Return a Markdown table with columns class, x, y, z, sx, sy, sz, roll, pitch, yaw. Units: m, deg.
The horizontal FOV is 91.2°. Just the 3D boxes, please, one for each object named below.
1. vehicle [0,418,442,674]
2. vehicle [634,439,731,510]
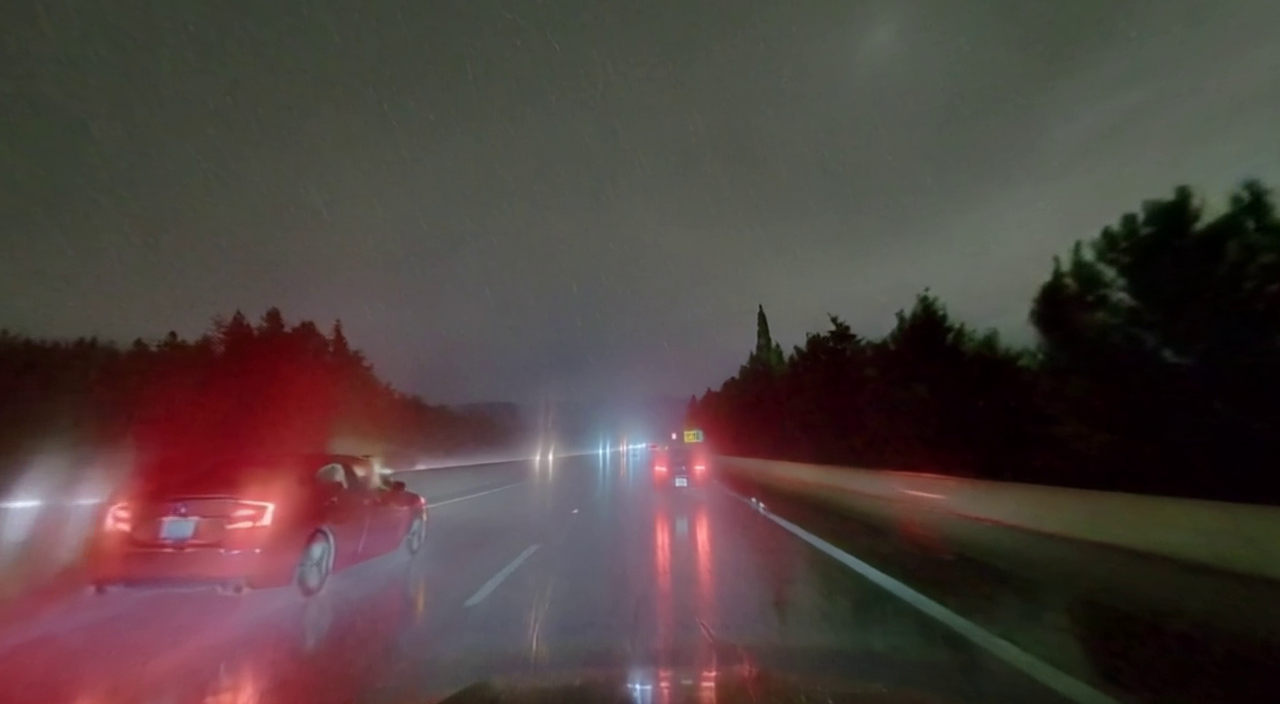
| class | x | y | z | sx | sy | sz | roll | pitch | yaw |
| --- | --- | --- | --- | --- | --- | --- | --- | --- | --- |
| vehicle | -3.485 | 1.538 | 6.109 | 2.083 | 1.548 | 4.251 | 0 | -9 | -5 |
| vehicle | 0.929 | 3.043 | 16.059 | 2.021 | 1.533 | 4.014 | 0 | -9 | -3 |
